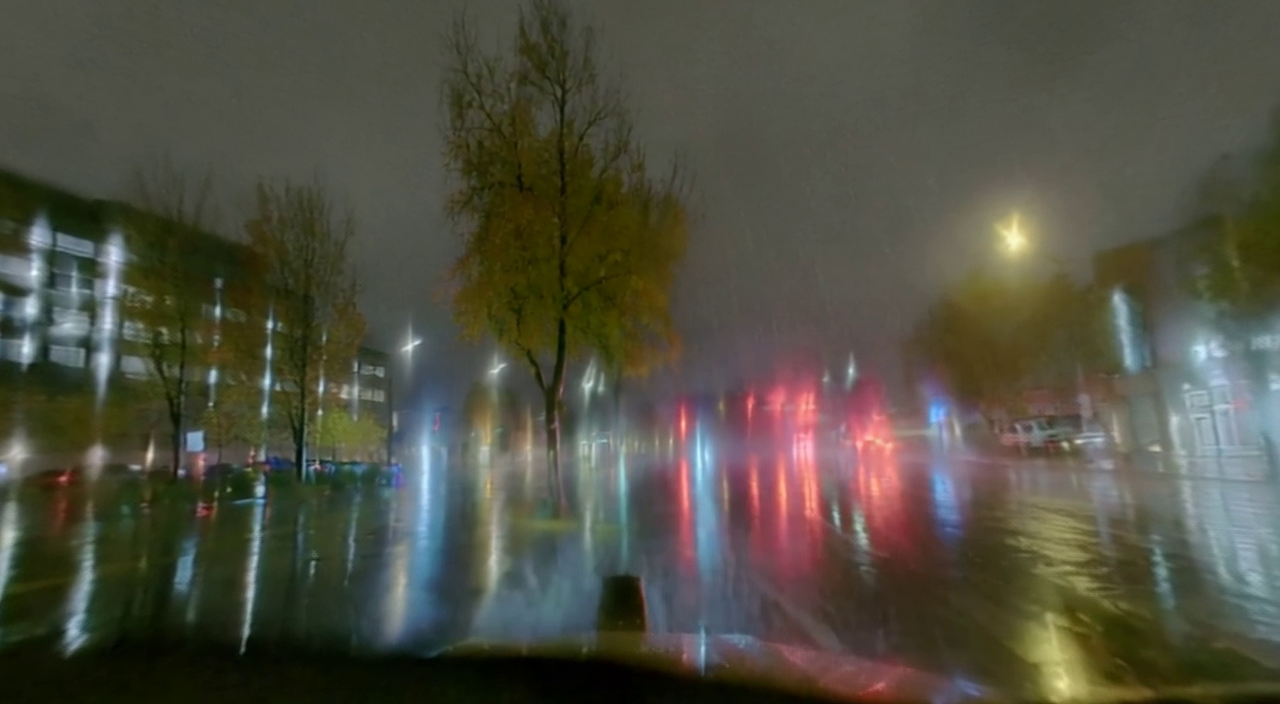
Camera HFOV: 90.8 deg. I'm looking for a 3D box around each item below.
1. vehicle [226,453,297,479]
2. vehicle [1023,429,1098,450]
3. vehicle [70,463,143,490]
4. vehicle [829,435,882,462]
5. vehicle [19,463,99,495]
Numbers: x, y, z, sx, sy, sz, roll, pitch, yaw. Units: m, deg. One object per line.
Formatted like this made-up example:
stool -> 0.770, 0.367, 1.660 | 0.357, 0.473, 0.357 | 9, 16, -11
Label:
vehicle -> -27.263, 8.143, 45.410 | 5.483, 1.719, 2.112 | -6, -10, 33
vehicle -> 29.159, 6.123, 43.880 | 3.839, 1.386, 1.816 | -1, -9, 7
vehicle -> -33.692, 7.804, 39.847 | 4.416, 1.541, 2.102 | -6, -10, 31
vehicle -> 14.284, 6.436, 42.136 | 2.100, 1.638, 4.545 | -1, -9, 2
vehicle -> -33.207, 7.195, 36.033 | 5.124, 1.541, 2.121 | -6, -10, 34
